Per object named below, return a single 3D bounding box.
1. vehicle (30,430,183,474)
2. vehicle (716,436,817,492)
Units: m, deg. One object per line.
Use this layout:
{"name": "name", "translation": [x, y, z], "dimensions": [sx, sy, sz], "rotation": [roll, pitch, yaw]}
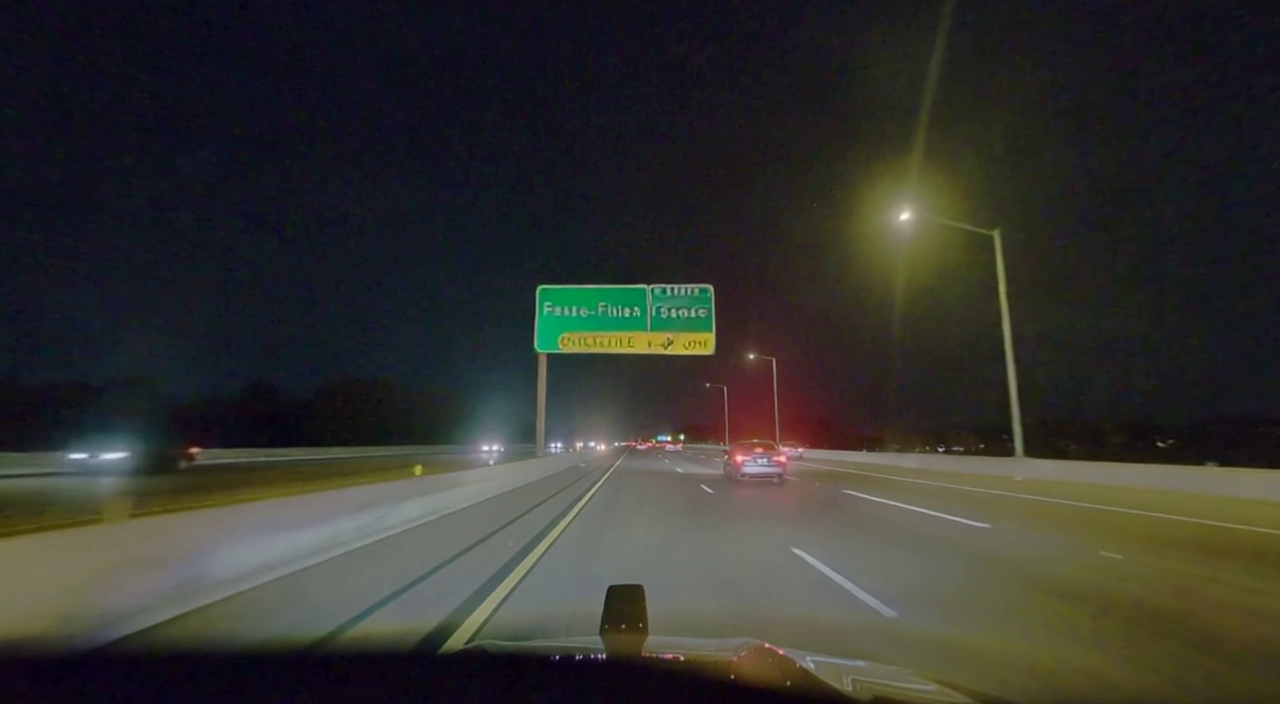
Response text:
{"name": "vehicle", "translation": [-19.600, 3.683, 23.417], "dimensions": [1.938, 1.456, 4.255], "rotation": [0, -8, 0]}
{"name": "vehicle", "translation": [3.625, 3.296, 18.973], "dimensions": [2.091, 1.482, 4.522], "rotation": [0, -8, 0]}
